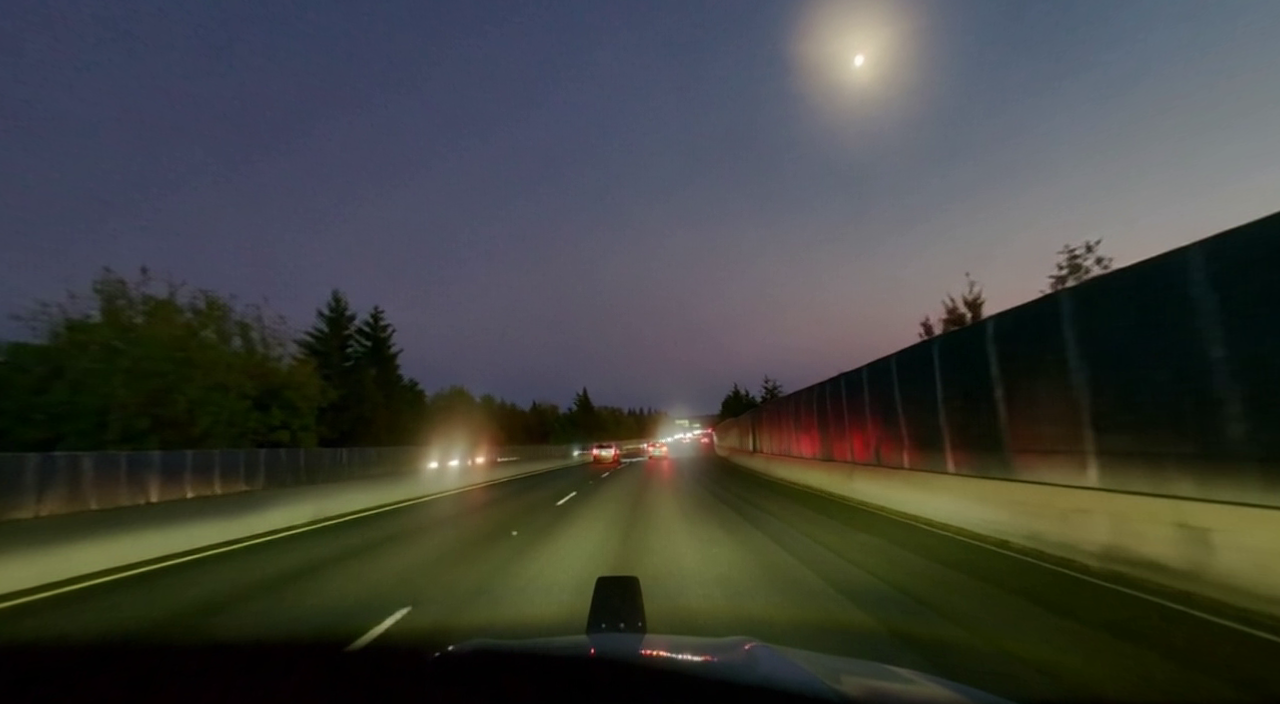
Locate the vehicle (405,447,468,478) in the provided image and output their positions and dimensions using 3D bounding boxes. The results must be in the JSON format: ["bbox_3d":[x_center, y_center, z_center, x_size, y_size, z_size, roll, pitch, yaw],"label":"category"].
[{"bbox_3d":[-13.363,7.275,41.766,2.085,1.879,5.421,-1,-8,3],"label":"vehicle"}]

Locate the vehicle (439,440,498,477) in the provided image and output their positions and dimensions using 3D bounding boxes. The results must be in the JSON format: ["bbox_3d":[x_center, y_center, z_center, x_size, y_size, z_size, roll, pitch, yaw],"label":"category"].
[{"bbox_3d":[-12.865,8.002,47.623,2.577,2.627,5.306,-1,-8,4],"label":"vehicle"}]

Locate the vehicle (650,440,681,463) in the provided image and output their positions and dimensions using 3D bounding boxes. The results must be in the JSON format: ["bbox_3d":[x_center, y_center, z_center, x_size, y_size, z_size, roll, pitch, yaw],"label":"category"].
[{"bbox_3d":[1.870,7.137,45.311,2.077,1.533,3.854,-1,-8,3],"label":"vehicle"}]

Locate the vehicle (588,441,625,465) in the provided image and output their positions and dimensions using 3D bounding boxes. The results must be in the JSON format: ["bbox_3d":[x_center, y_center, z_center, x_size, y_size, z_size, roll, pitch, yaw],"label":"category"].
[{"bbox_3d":[-2.138,6.565,41.140,1.985,1.518,3.847,-1,-8,4],"label":"vehicle"}]
